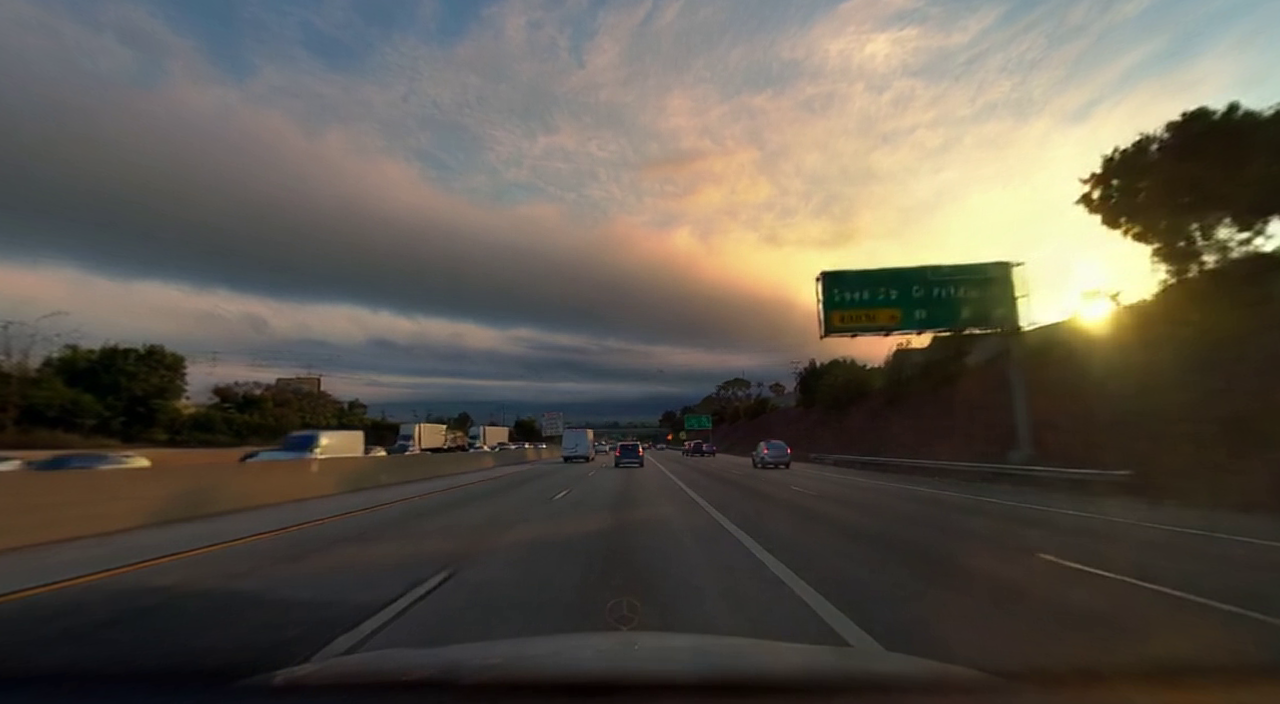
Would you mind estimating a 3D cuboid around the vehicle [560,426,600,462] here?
[{"bbox_3d":[-4.483,7.049,48.239,2.398,2.593,5.808,0,-9,1],"label":"vehicle"}]

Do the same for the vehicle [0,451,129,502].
[{"bbox_3d":[-17.591,3.711,19.115,1.469,1.355,3.317,0,-9,-1],"label":"vehicle"}]

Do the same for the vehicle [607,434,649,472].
[{"bbox_3d":[-0.564,5.180,32.544,2.002,1.759,4.658,0,-9,0],"label":"vehicle"}]

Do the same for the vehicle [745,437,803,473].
[{"bbox_3d":[6.758,5.241,32.343,1.944,1.666,4.184,0,-9,-2],"label":"vehicle"}]

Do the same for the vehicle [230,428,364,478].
[{"bbox_3d":[-14.023,4.203,26.393,2.361,1.835,5.770,0,-9,0],"label":"vehicle"}]
